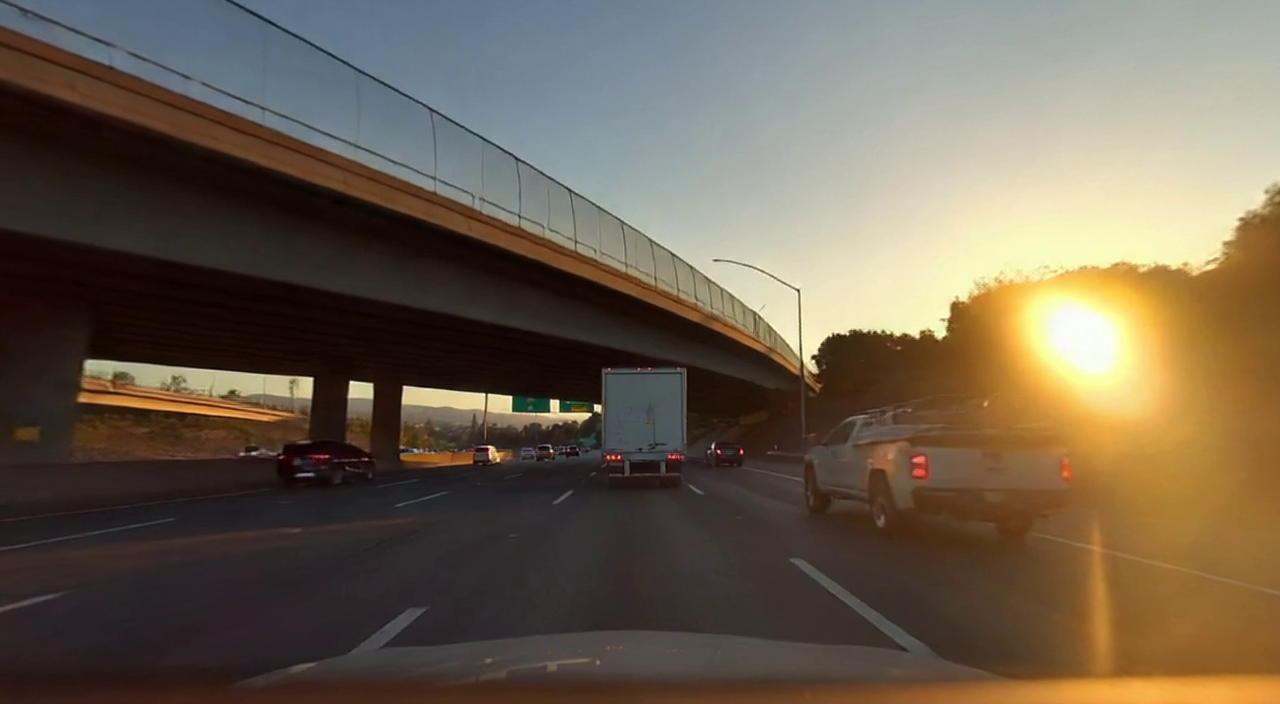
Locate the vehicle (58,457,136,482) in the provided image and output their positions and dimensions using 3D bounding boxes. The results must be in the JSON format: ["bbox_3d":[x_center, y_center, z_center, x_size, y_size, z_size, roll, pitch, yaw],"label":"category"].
[{"bbox_3d":[-33.527,7.239,39.070,1.619,1.395,3.677,0,-9,-2],"label":"vehicle"}]

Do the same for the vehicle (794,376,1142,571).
[{"bbox_3d":[3.944,1.599,8.970,2.174,1.968,5.016,0,-9,-1],"label":"vehicle"}]

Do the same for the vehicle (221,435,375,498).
[{"bbox_3d":[-10.656,3.582,20.247,2.119,1.747,5.121,0,-9,-1],"label":"vehicle"}]

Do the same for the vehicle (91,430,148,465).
[{"bbox_3d":[-38.102,7.007,46.230,1.815,2.506,2.461,0,-8,-1],"label":"vehicle"}]

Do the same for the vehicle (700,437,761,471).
[{"bbox_3d":[4.279,4.919,30.634,2.108,1.508,4.744,0,-9,-2],"label":"vehicle"}]

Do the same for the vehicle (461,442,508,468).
[{"bbox_3d":[-11.431,7.644,46.803,2.217,1.797,5.226,0,-9,-1],"label":"vehicle"}]

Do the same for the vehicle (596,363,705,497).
[{"bbox_3d":[0.069,2.886,22.431,2.916,3.584,10.841,0,-9,-2],"label":"vehicle"}]
